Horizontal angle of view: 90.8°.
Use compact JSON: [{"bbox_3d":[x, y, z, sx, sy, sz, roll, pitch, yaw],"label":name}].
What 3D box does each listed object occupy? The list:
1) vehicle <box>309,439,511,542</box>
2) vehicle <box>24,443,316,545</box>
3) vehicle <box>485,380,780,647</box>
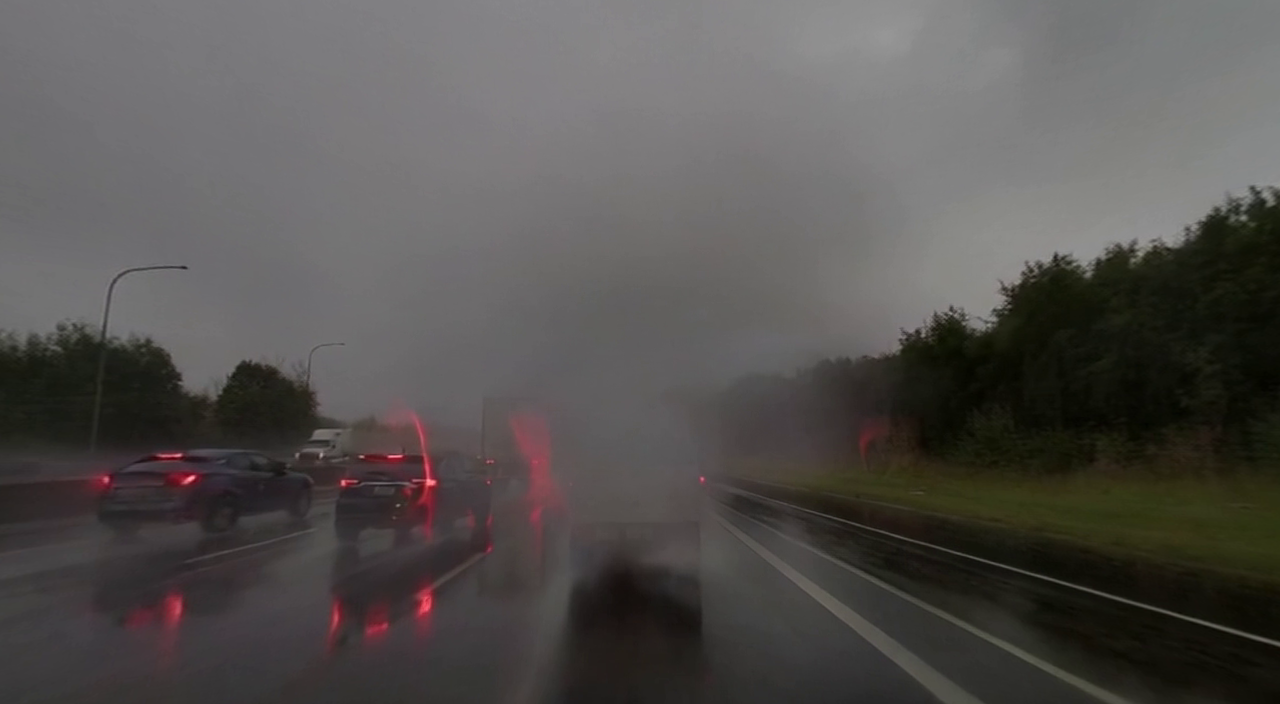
[{"bbox_3d":[-3.904,2.421,11.703,1.986,1.501,4.407,-1,-9,1],"label":"vehicle"},{"bbox_3d":[-8.137,2.457,11.665,1.874,1.470,4.576,0,-9,0],"label":"vehicle"},{"bbox_3d":[-0.083,1.356,6.073,1.995,1.798,3.380,0,-9,-1],"label":"vehicle"}]
